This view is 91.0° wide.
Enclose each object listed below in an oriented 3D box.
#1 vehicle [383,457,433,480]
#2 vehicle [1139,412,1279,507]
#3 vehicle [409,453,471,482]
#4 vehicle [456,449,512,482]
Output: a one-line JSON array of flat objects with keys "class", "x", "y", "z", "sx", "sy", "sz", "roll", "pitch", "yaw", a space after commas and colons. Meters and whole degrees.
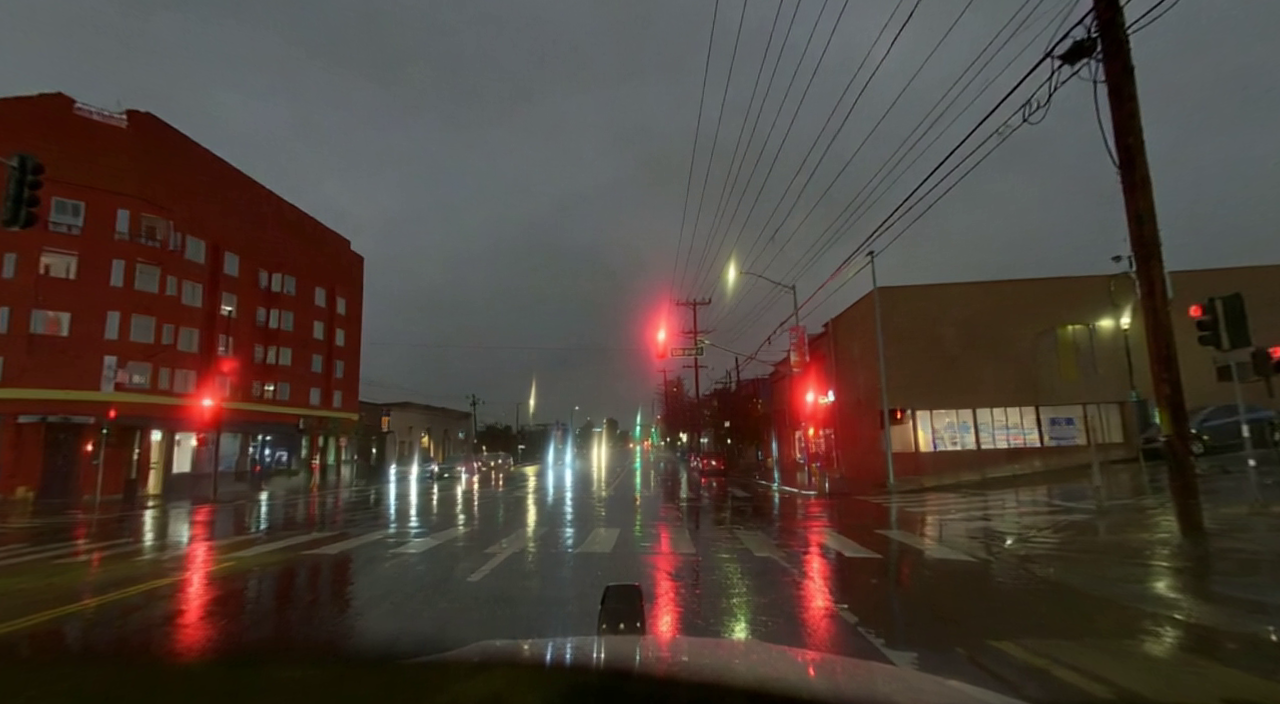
[{"class": "vehicle", "x": -16.709, "y": 8.369, "z": 45.608, "sx": 1.843, "sy": 1.494, "sz": 4.109, "roll": 0, "pitch": -9, "yaw": 3}, {"class": "vehicle", "x": 12.630, "y": 2.152, "z": 12.782, "sx": 3.234, "sy": 1.746, "sz": 1.941, "roll": -1, "pitch": -9, "yaw": 1}, {"class": "vehicle", "x": -11.974, "y": 6.946, "z": 38.050, "sx": 1.943, "sy": 1.574, "sz": 4.727, "roll": 0, "pitch": -9, "yaw": 3}, {"class": "vehicle", "x": -8.733, "y": 6.358, "z": 35.553, "sx": 2.020, "sy": 1.672, "sz": 3.842, "roll": 0, "pitch": -9, "yaw": 3}]
